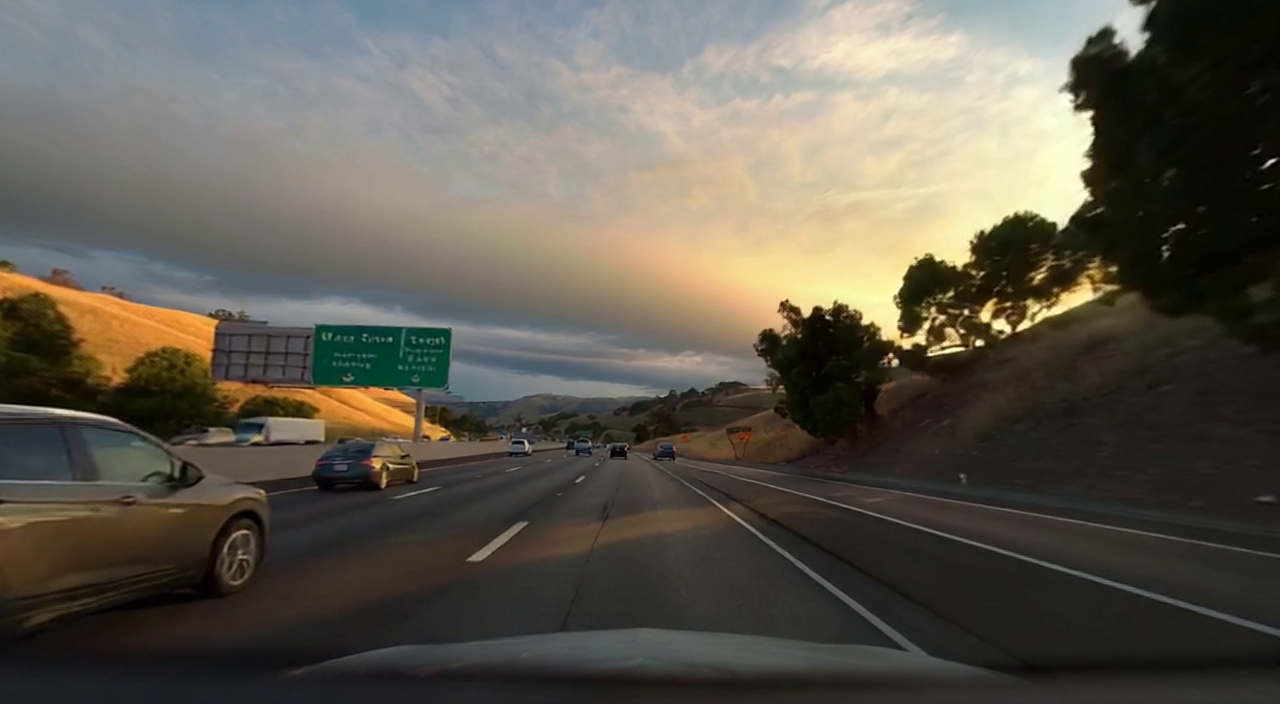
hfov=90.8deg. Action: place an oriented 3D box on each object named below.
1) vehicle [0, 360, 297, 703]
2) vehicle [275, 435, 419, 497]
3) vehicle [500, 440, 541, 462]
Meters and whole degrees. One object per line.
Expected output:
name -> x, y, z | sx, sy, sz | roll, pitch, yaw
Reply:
vehicle -> -4.177, 0.926, 3.257 | 2.166, 1.700, 4.661 | 0, -8, 0
vehicle -> -8.085, 3.172, 17.979 | 1.975, 1.520, 4.390 | 0, -8, 0
vehicle -> -8.300, 6.926, 44.379 | 2.020, 1.447, 4.322 | 0, -8, 0
